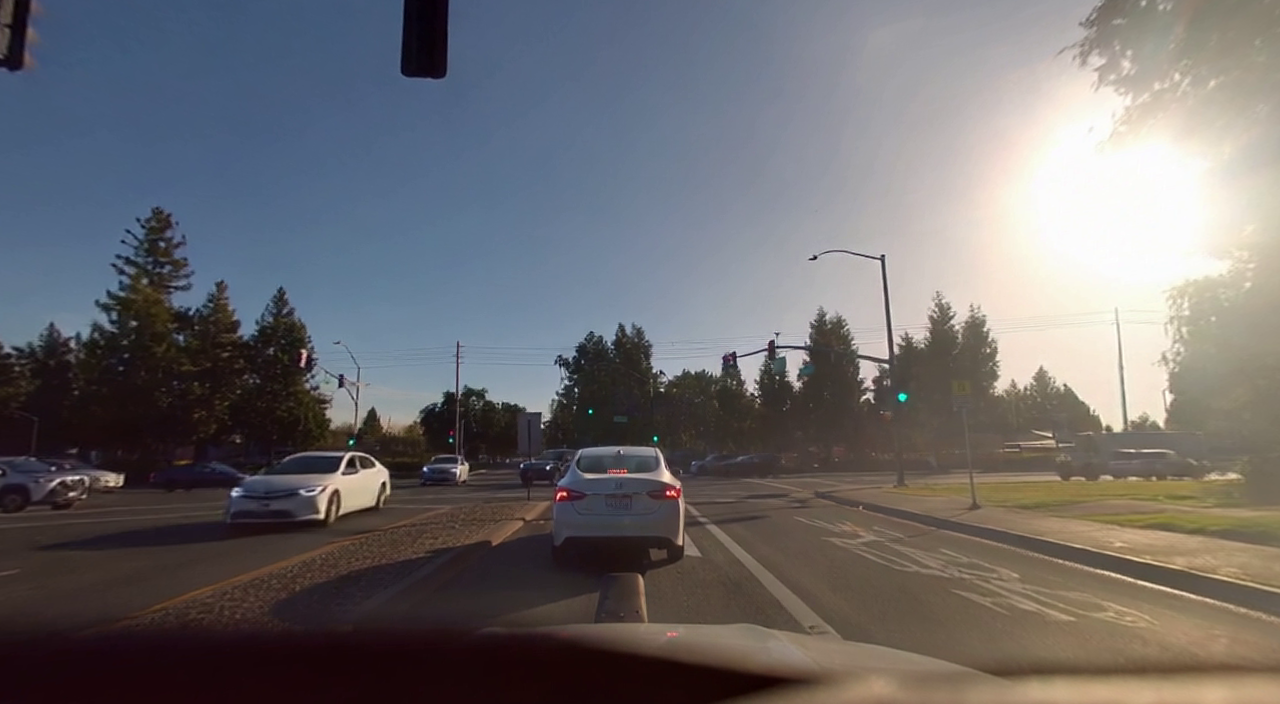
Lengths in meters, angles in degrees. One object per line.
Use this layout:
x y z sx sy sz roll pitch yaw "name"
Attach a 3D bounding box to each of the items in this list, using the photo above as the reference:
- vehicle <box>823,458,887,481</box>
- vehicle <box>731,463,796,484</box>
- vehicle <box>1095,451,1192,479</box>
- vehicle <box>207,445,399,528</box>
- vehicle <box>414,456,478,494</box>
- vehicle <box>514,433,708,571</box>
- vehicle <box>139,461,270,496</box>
16.550 9.033 48.640 4.337 1.637 1.860 2 -9 -16 "vehicle"
9.118 8.955 46.630 4.254 1.359 1.895 2 -9 -15 "vehicle"
28.086 6.267 35.248 4.601 1.485 1.929 3 -9 -18 "vehicle"
-6.890 2.752 13.606 2.073 1.459 4.495 1 -9 -7 "vehicle"
-8.901 5.654 29.417 2.078 1.534 4.646 1 -9 -8 "vehicle"
-0.345 1.966 9.093 2.112 1.479 4.264 0 -9 -1 "vehicle"
-20.078 5.834 29.320 4.548 1.449 1.802 2 -9 -14 "vehicle"
